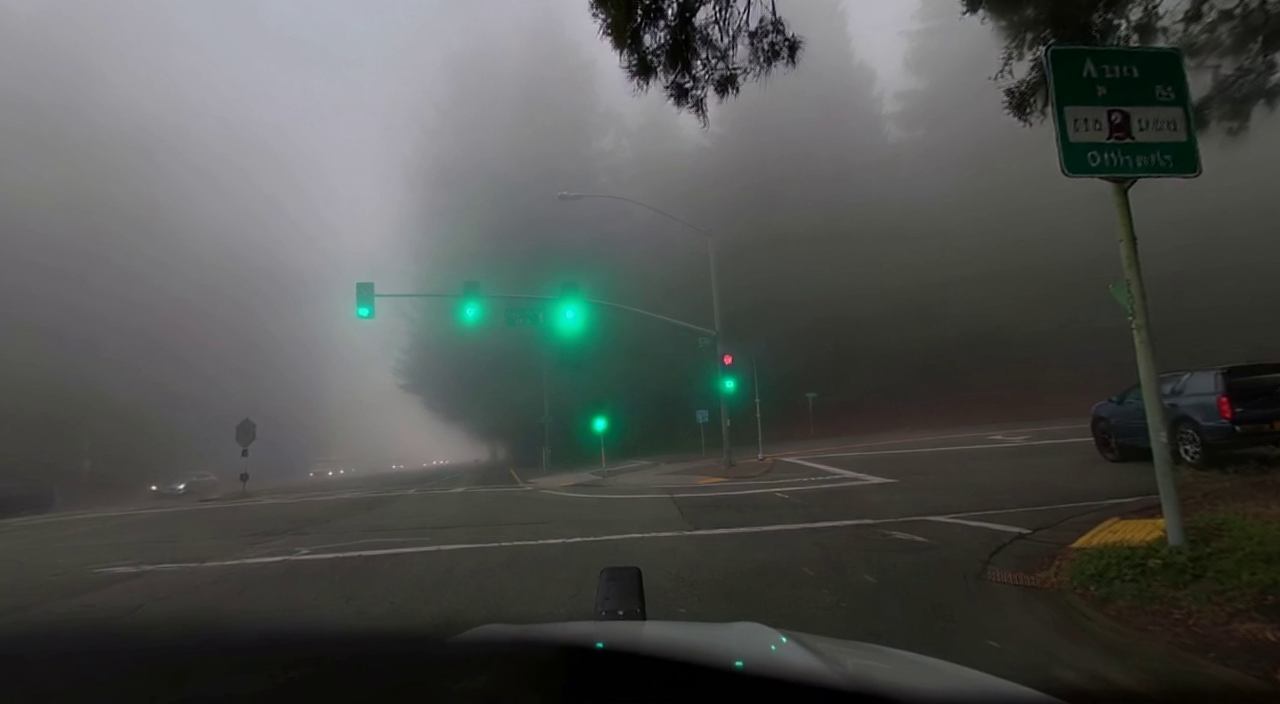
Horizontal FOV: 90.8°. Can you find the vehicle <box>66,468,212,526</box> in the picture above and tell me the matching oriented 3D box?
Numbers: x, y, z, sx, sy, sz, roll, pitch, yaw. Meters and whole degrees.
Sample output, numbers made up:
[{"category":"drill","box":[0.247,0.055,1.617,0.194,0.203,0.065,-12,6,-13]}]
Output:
[{"category":"vehicle","box":[-17.408,4.997,22.297,2.078,1.486,4.629,-3,-8,-11]}]

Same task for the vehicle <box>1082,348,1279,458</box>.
[{"category":"vehicle","box":[10.649,1.067,11.784,1.855,1.669,4.529,-3,-9,6]}]

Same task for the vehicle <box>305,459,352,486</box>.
[{"category":"vehicle","box":[-21.681,8.394,44.107,1.986,1.492,4.332,-3,-8,-13]}]

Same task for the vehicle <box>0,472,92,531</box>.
[{"category":"vehicle","box":[-22.643,5.499,23.087,2.084,1.775,4.176,-5,-7,-11]}]
